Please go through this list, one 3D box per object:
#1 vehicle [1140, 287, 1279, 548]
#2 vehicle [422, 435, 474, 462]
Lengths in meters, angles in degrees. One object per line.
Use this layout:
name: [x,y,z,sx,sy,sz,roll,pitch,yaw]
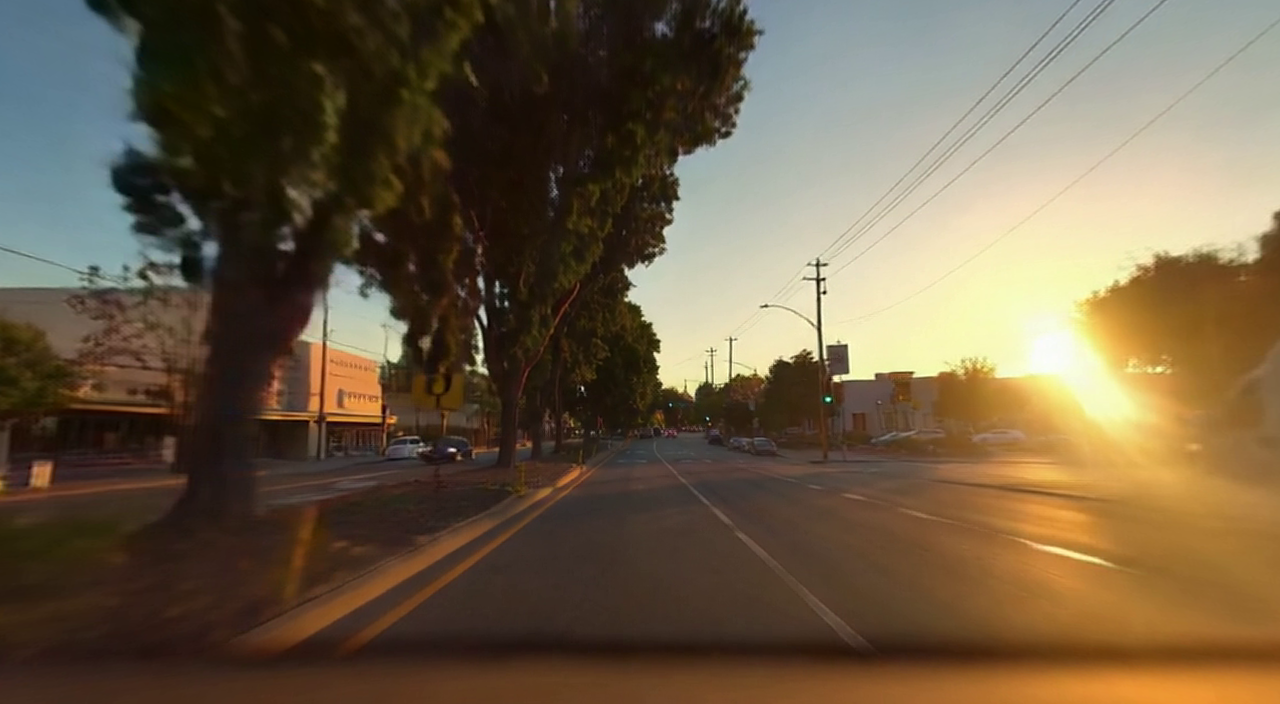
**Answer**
vehicle: [9.712,0.550,6.187,2.684,3.381,8.336,0,-9,0]
vehicle: [-12.753,6.449,42.232,2.027,1.647,4.385,0,-8,1]
